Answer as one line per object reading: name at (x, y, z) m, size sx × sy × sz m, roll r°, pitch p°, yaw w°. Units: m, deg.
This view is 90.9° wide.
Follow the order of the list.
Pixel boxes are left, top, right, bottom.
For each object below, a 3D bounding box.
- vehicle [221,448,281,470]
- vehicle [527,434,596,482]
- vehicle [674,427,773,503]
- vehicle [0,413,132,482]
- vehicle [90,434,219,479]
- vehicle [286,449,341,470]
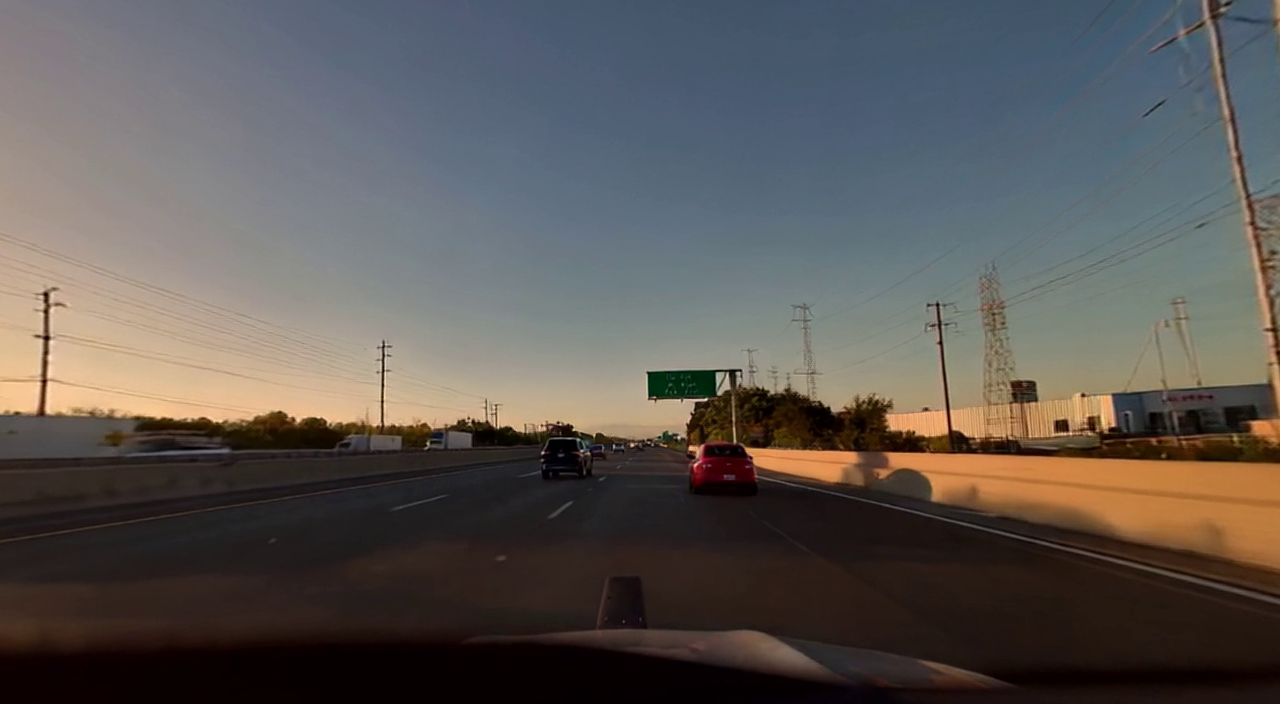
vehicle at (-29.346, 8.059, 47.772) m, size 1.762 × 1.498 × 4.459 m, roll -1°, pitch -8°, yaw -1°
vehicle at (-3.088, 4.256, 25.707) m, size 2.125 × 1.764 × 4.393 m, roll 0°, pitch -8°, yaw 1°
vehicle at (2.024, 2.905, 16.599) m, size 2.134 × 1.733 × 4.049 m, roll 0°, pitch -8°, yaw 1°
vehicle at (-32.608, 4.990, 32.943) m, size 2.955 × 3.302 × 11.152 m, roll 0°, pitch -8°, yaw -1°
vehicle at (-22.908, 4.941, 30.066) m, size 2.258 × 1.959 × 4.897 m, roll 0°, pitch -8°, yaw -1°
vehicle at (-24.707, 8.104, 47.878) m, size 2.060 × 1.474 × 3.952 m, roll 0°, pitch -8°, yaw -2°
